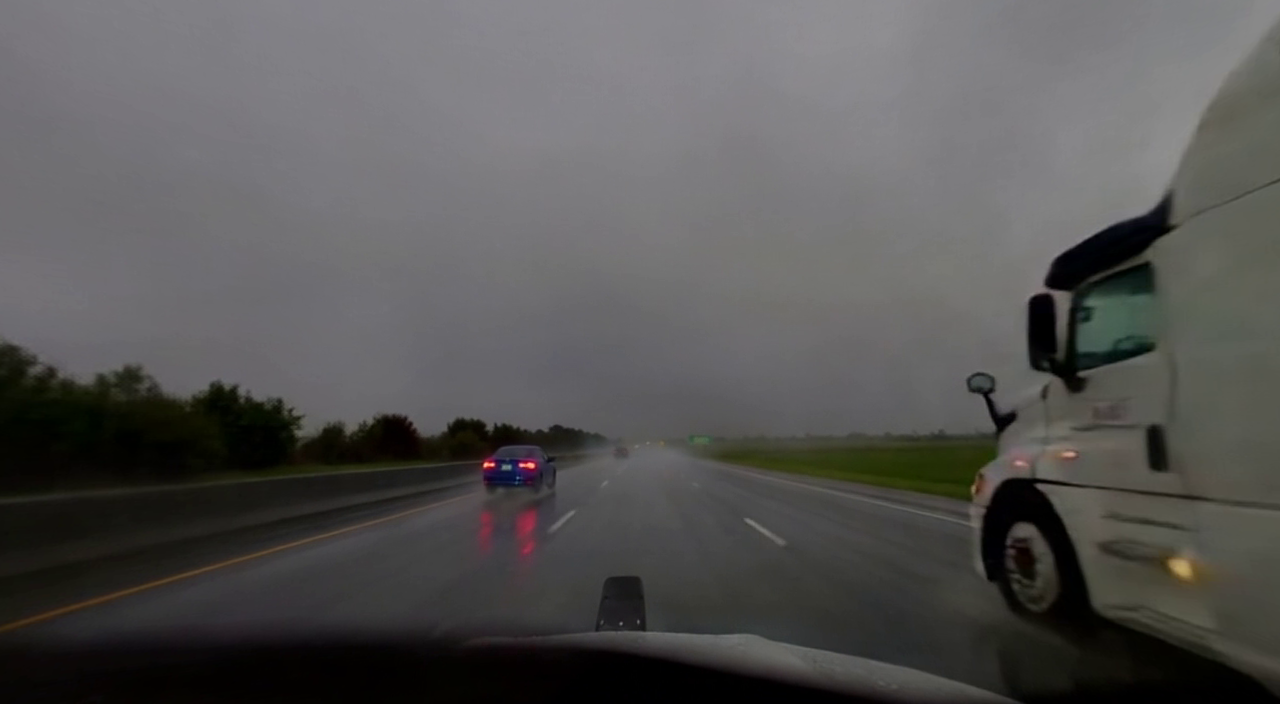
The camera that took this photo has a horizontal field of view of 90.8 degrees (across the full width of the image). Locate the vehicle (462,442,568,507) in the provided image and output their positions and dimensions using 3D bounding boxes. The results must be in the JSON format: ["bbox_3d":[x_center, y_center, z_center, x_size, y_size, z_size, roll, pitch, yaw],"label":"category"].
[{"bbox_3d":[-3.250,3.268,17.343,1.945,1.537,4.294,0,-9,1],"label":"vehicle"}]

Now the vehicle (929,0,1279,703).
[{"bbox_3d":[4.428,-0.084,3.129,3.042,3.890,5.873,0,-9,0],"label":"vehicle"}]
